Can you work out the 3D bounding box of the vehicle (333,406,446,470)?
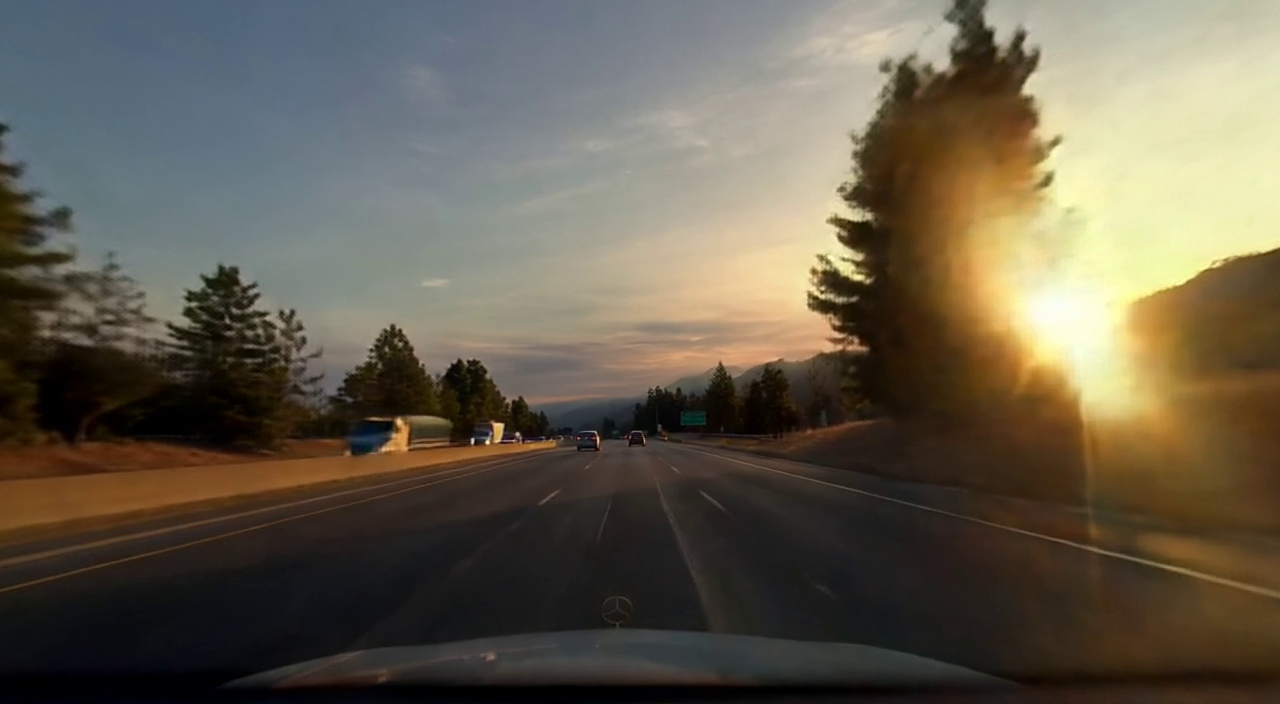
[{"bbox_3d":[-12.731,4.483,32.863,2.811,2.963,7.409,0,-8,0],"label":"vehicle"}]
